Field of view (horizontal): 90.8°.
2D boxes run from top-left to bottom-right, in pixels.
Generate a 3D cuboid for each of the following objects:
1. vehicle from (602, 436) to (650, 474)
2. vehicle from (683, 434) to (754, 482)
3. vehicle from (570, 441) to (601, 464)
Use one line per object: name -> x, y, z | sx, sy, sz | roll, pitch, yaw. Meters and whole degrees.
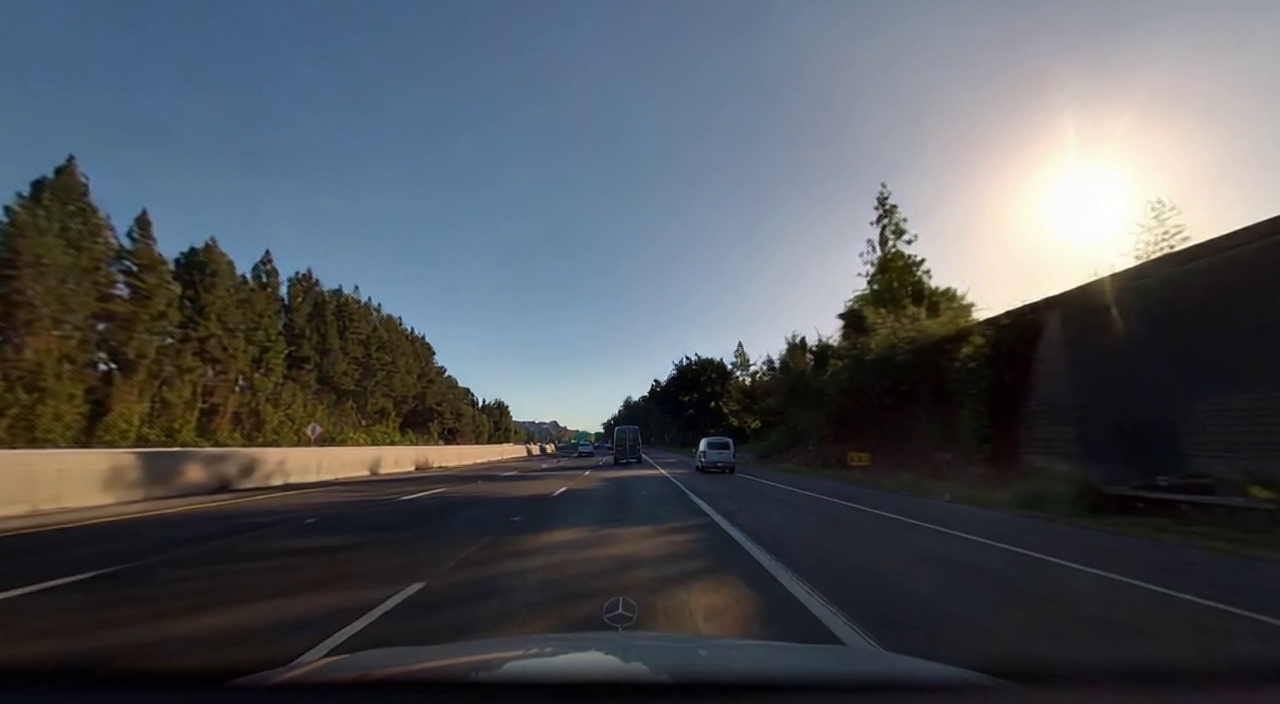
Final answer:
vehicle -> -0.691, 5.255, 32.387 | 2.297, 1.783, 4.355 | 0, -8, 0
vehicle -> 3.064, 4.232, 25.561 | 2.160, 1.759, 4.214 | 0, -8, -3
vehicle -> -4.129, 7.716, 48.657 | 2.023, 1.709, 4.263 | 0, -8, 0
